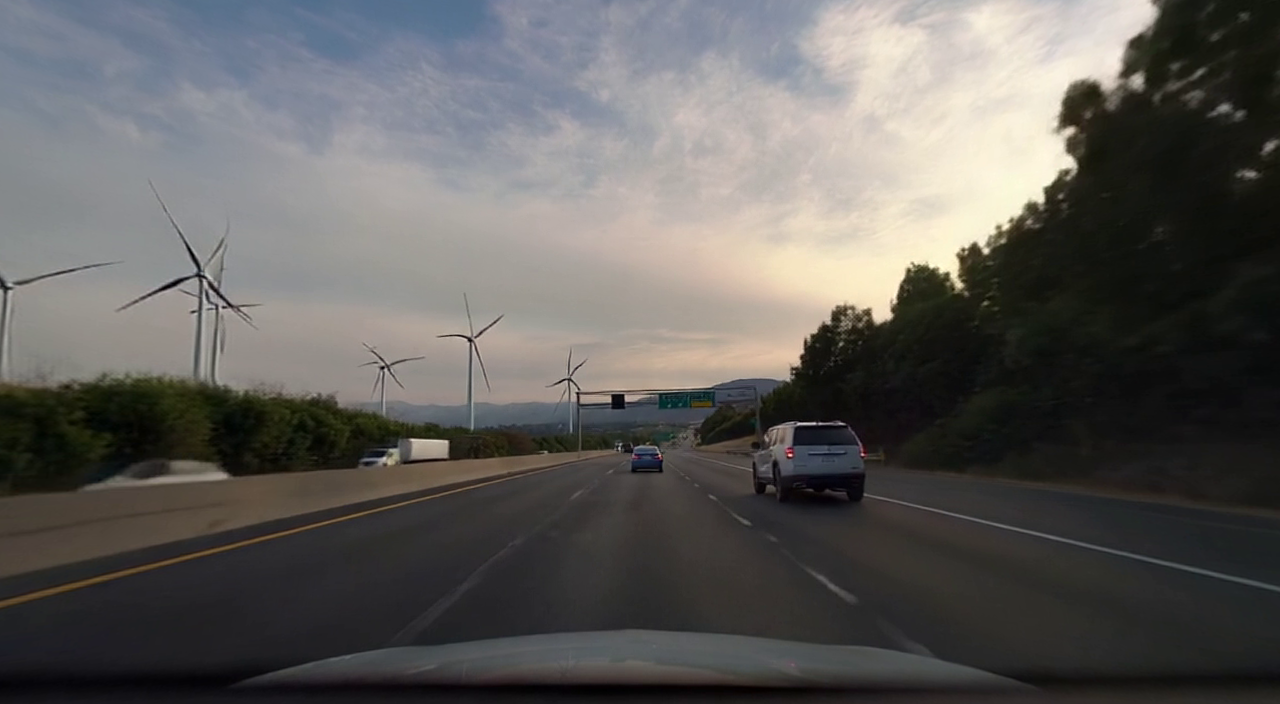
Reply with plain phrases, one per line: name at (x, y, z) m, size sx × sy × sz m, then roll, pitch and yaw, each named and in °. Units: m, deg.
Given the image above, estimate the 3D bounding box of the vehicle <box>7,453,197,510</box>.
vehicle at (-15.979, 3.821, 19.112) m, size 1.758 × 1.456 × 4.483 m, roll -1°, pitch -9°, yaw 1°

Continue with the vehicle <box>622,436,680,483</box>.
vehicle at (0.364, 4.166, 24.712) m, size 2.083 × 1.653 × 3.787 m, roll -1°, pitch -9°, yaw 0°

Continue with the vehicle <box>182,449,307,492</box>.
vehicle at (-16.043, 4.798, 25.886) m, size 2.420 × 1.543 × 4.109 m, roll -1°, pitch -9°, yaw 1°

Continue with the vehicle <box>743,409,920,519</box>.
vehicle at (3.731, 2.315, 13.470) m, size 2.104 × 1.861 × 4.956 m, roll -1°, pitch -9°, yaw -1°

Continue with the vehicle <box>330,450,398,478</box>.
vehicle at (-19.347, 7.849, 44.507) m, size 2.231 × 1.736 × 5.468 m, roll -1°, pitch -8°, yaw 1°
